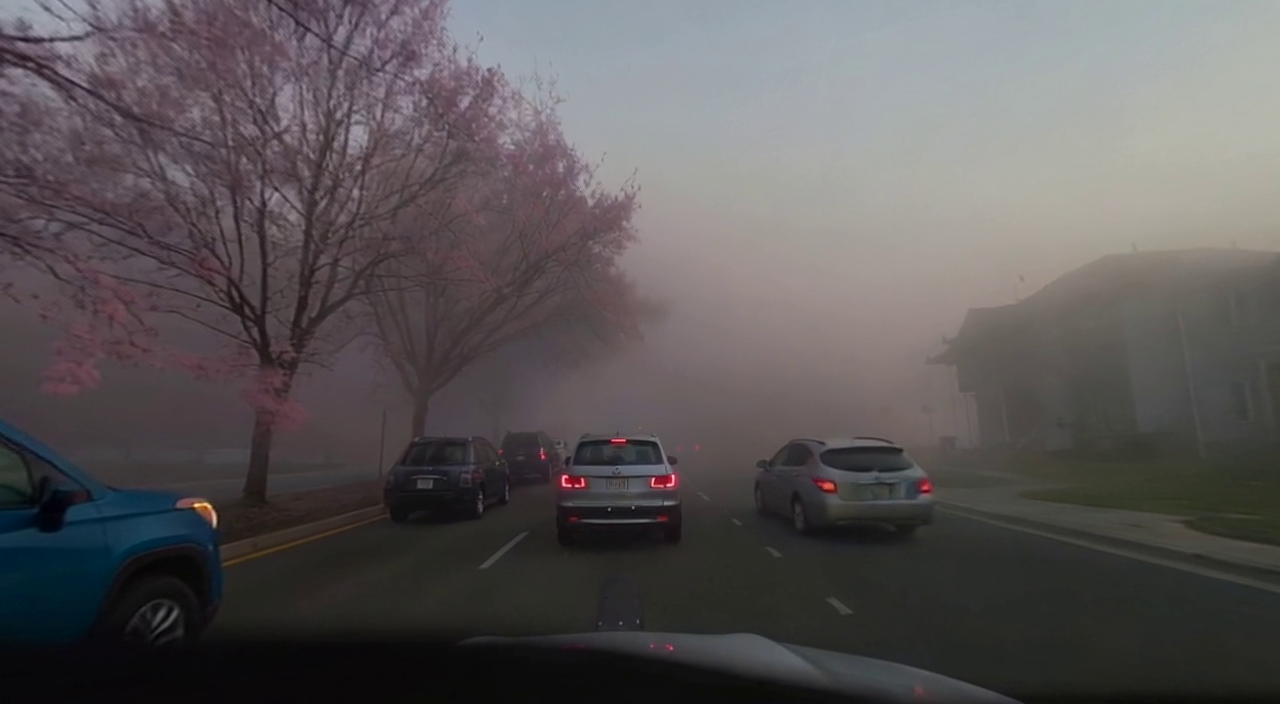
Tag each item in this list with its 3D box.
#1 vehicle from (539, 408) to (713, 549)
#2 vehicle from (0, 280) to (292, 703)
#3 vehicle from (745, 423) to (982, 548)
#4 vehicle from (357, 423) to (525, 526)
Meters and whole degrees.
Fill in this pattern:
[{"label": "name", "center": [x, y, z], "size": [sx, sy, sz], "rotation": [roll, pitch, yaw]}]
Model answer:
[{"label": "vehicle", "center": [-0.194, 1.838, 9.771], "size": [2.112, 1.693, 4.058], "rotation": [0, -8, -1]}, {"label": "vehicle", "center": [-3.541, 0.629, 1.826], "size": [2.304, 1.928, 4.833], "rotation": [0, -8, 0]}, {"label": "vehicle", "center": [3.179, 2.010, 10.259], "size": [2.056, 1.536, 4.678], "rotation": [0, -8, -1]}, {"label": "vehicle", "center": [-3.670, 2.330, 12.571], "size": [1.948, 1.668, 4.279], "rotation": [0, -8, 0]}]
